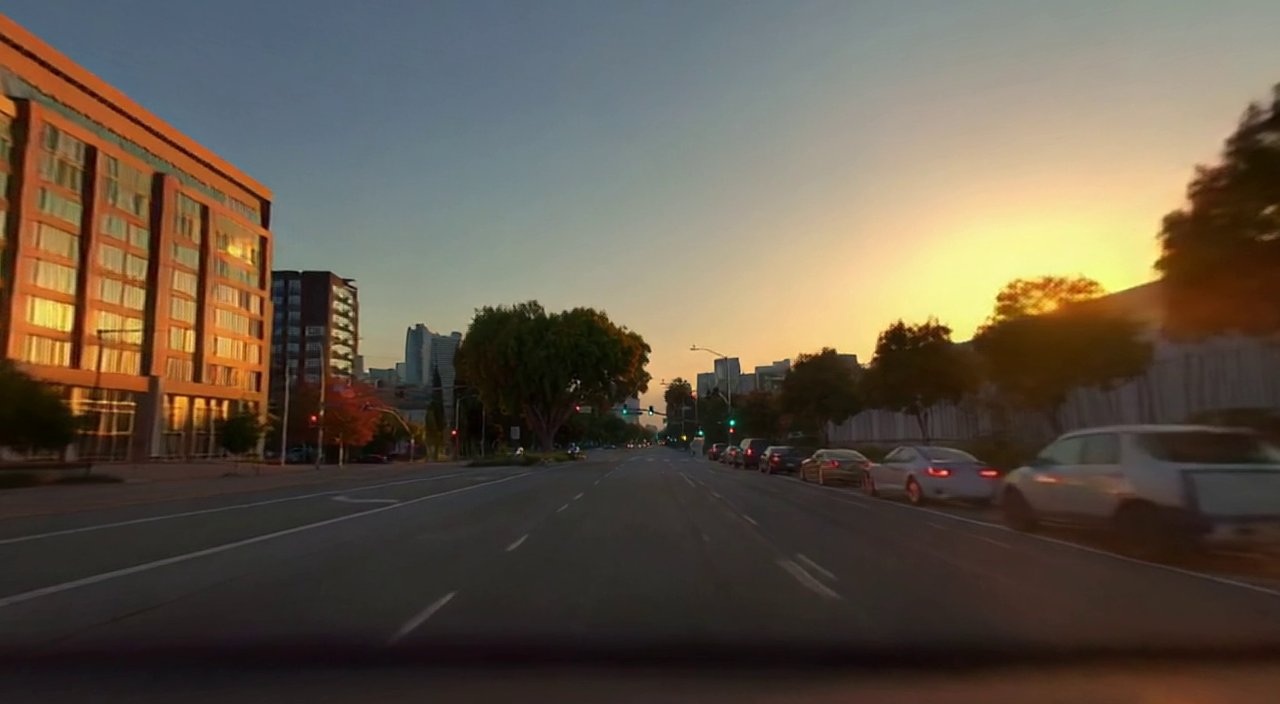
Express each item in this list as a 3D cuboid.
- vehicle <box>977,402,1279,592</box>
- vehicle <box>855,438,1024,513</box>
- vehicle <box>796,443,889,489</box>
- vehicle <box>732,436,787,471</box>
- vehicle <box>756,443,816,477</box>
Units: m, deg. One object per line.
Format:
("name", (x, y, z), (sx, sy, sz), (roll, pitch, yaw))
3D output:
("vehicle", (6.669, 1.673, 8.116), (1.977, 1.732, 4.555), (0, -9, -1))
("vehicle", (6.980, 2.900, 15.314), (1.884, 1.523, 4.746), (0, -9, 1))
("vehicle", (7.101, 4.019, 22.537), (1.864, 1.466, 4.352), (0, -9, 0))
("vehicle", (6.881, 5.922, 36.731), (2.169, 1.876, 4.931), (0, -9, 0))
("vehicle", (6.938, 5.182, 30.348), (1.863, 1.512, 4.525), (0, -9, 1))
